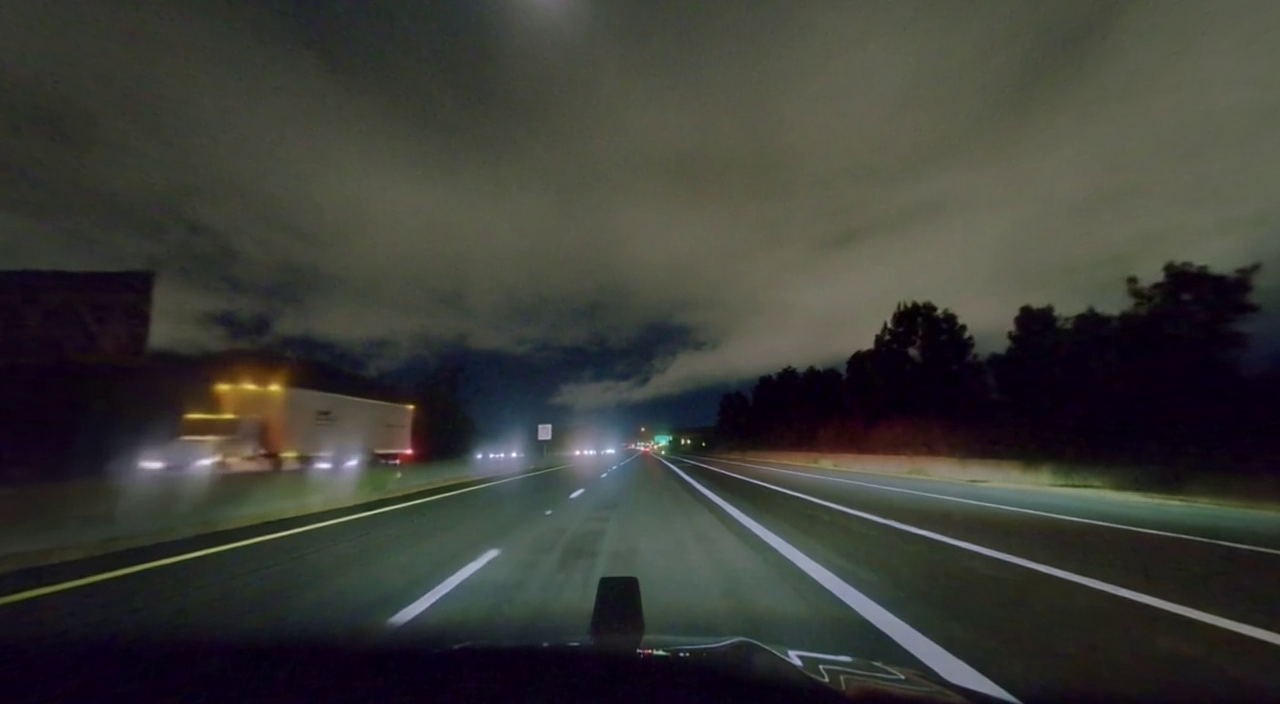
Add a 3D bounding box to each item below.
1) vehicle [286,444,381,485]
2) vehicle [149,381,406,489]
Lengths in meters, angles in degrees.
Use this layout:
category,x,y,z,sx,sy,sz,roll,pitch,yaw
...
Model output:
category,x,y,z,sx,sy,sz,roll,pitch,yaw
vehicle,-12.346,4.549,25.716,1.824,1.517,3.985,0,-9,0
vehicle,-16.424,4.346,31.543,2.992,3.968,16.690,0,-9,0
